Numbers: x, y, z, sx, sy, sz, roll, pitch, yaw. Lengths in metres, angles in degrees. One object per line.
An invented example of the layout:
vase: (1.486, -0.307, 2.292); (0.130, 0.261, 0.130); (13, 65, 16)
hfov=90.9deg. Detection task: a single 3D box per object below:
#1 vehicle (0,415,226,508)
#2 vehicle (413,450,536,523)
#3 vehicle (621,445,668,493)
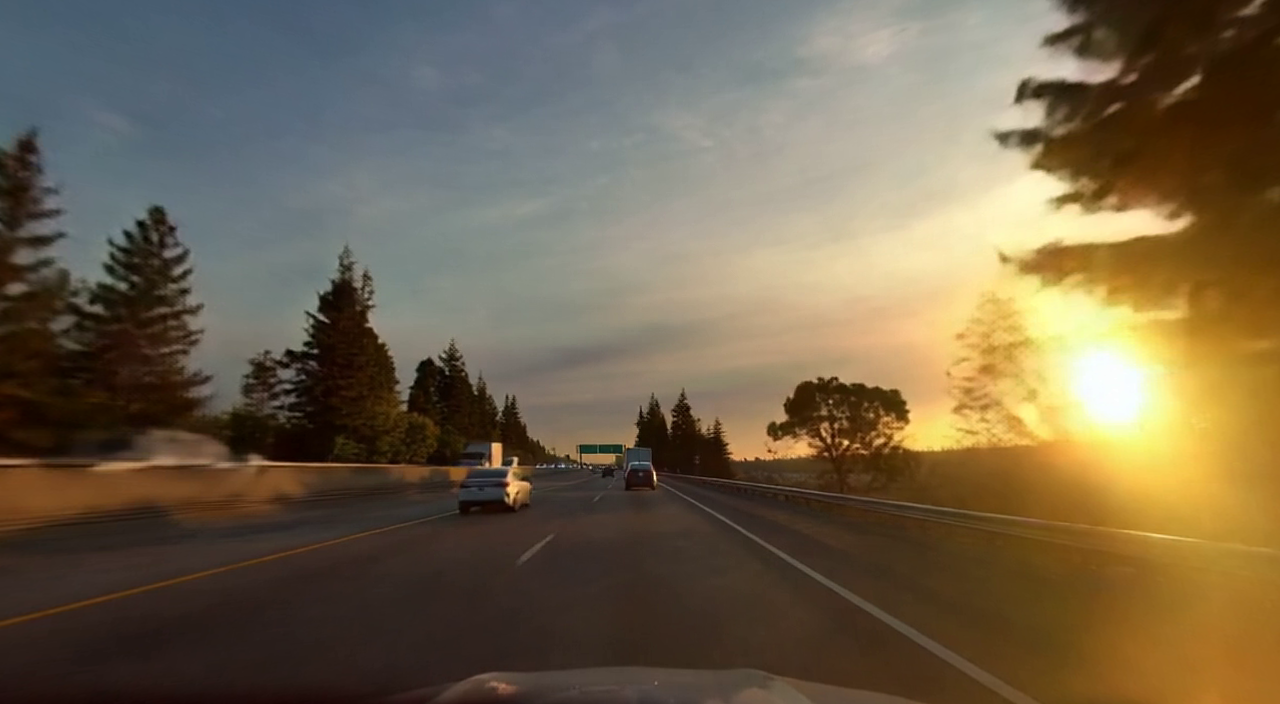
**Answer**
vehicle: (-12.190, 2.518, 14.421); (2.034, 1.743, 4.889); (1, -11, 0)
vehicle: (-4.133, 3.462, 16.500); (2.100, 1.605, 3.883); (1, -11, 0)
vehicle: (0.176, 6.841, 36.800); (2.482, 2.549, 5.447); (1, -11, -2)
